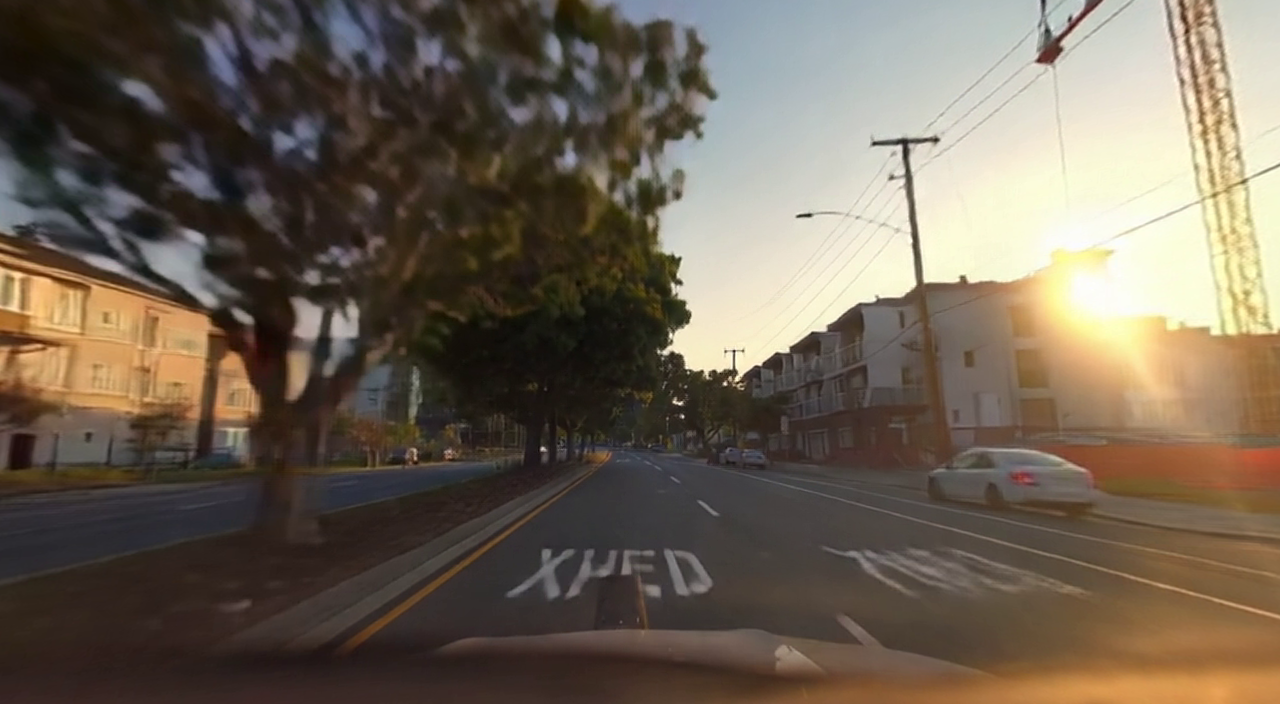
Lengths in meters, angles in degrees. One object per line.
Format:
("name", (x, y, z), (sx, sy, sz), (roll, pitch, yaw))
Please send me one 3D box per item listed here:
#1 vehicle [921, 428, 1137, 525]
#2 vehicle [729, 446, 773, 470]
("vehicle", (8.259, 2.649, 14.055), (2.080, 1.706, 4.392), (2, -8, 1))
("vehicle", (7.631, 7.305, 43.851), (1.974, 1.472, 4.654), (2, -8, -3))
